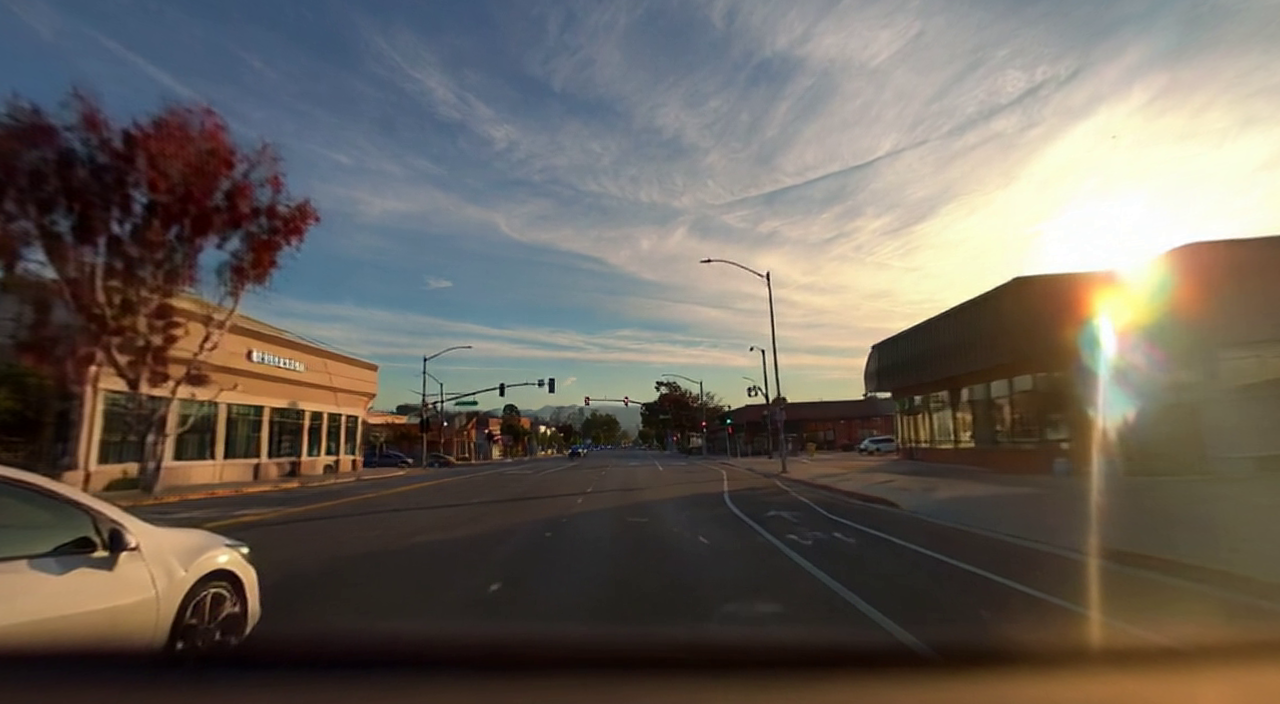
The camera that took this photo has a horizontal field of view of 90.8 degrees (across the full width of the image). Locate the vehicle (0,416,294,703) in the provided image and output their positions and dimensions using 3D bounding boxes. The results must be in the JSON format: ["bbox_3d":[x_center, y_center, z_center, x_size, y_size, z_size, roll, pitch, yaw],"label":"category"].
[{"bbox_3d":[-3.018,0.844,1.437,1.874,1.424,4.553,-1,-8,0],"label":"vehicle"}]

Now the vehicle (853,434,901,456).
[{"bbox_3d":[18.449,7.288,49.415,1.879,1.643,4.484,0,-8,-2],"label":"vehicle"}]
